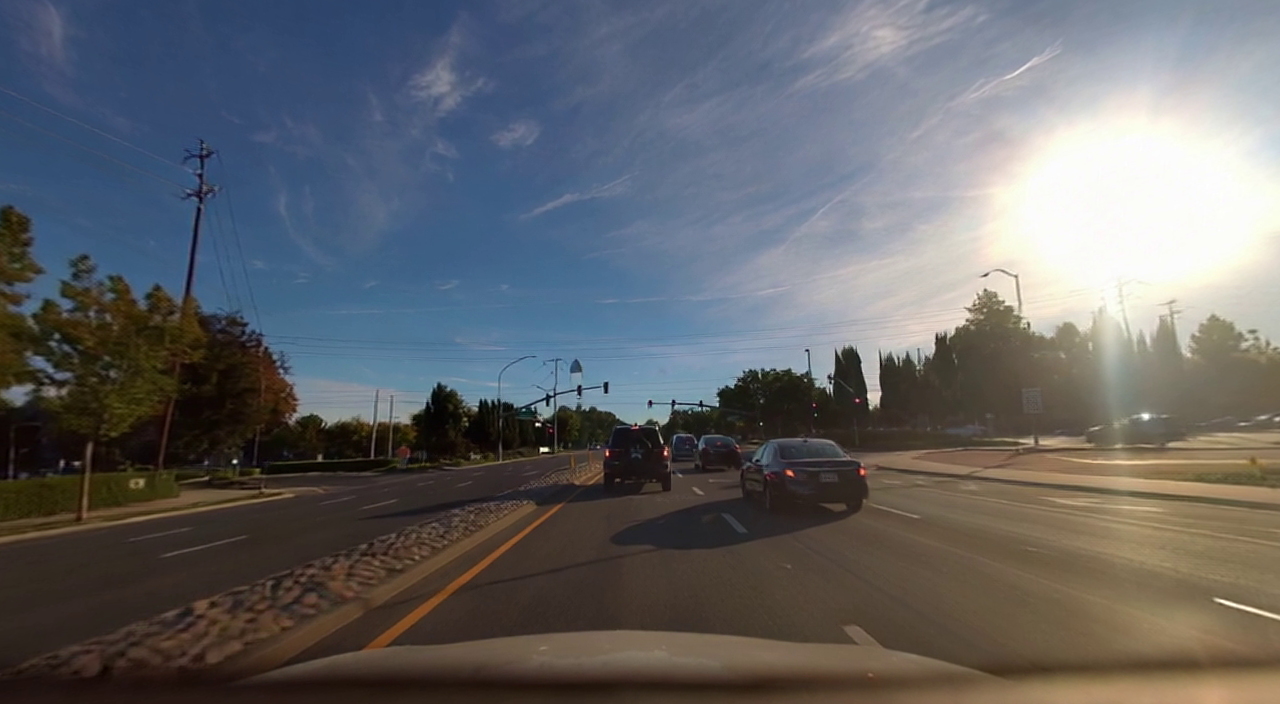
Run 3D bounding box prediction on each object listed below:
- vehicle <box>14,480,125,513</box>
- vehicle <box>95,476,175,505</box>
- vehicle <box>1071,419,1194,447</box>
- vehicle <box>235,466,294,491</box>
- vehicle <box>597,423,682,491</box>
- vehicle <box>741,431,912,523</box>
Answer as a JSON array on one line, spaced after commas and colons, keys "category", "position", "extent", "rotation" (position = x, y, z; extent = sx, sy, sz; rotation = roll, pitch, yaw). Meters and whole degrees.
[{"category": "vehicle", "position": [-32.453, 8.198, 36.015], "extent": [4.224, 1.614, 2.123], "rotation": [-1, -8, 0]}, {"category": "vehicle", "position": [-33.208, 9.102, 41.606], "extent": [3.637, 1.483, 2.007], "rotation": [-3, -5, 2]}, {"category": "vehicle", "position": [37.392, 6.237, 48.213], "extent": [7.088, 1.918, 2.678], "rotation": [-7, -10, 38]}, {"category": "vehicle", "position": [-25.690, 8.637, 43.219], "extent": [3.826, 1.522, 1.741], "rotation": [-7, -10, 29]}, {"category": "vehicle", "position": [-0.042, 3.179, 19.403], "extent": [2.300, 1.821, 4.254], "rotation": [0, -8, -1]}, {"category": "vehicle", "position": [3.372, 2.350, 12.508], "extent": [1.984, 1.462, 4.513], "rotation": [0, -8, 0]}]
